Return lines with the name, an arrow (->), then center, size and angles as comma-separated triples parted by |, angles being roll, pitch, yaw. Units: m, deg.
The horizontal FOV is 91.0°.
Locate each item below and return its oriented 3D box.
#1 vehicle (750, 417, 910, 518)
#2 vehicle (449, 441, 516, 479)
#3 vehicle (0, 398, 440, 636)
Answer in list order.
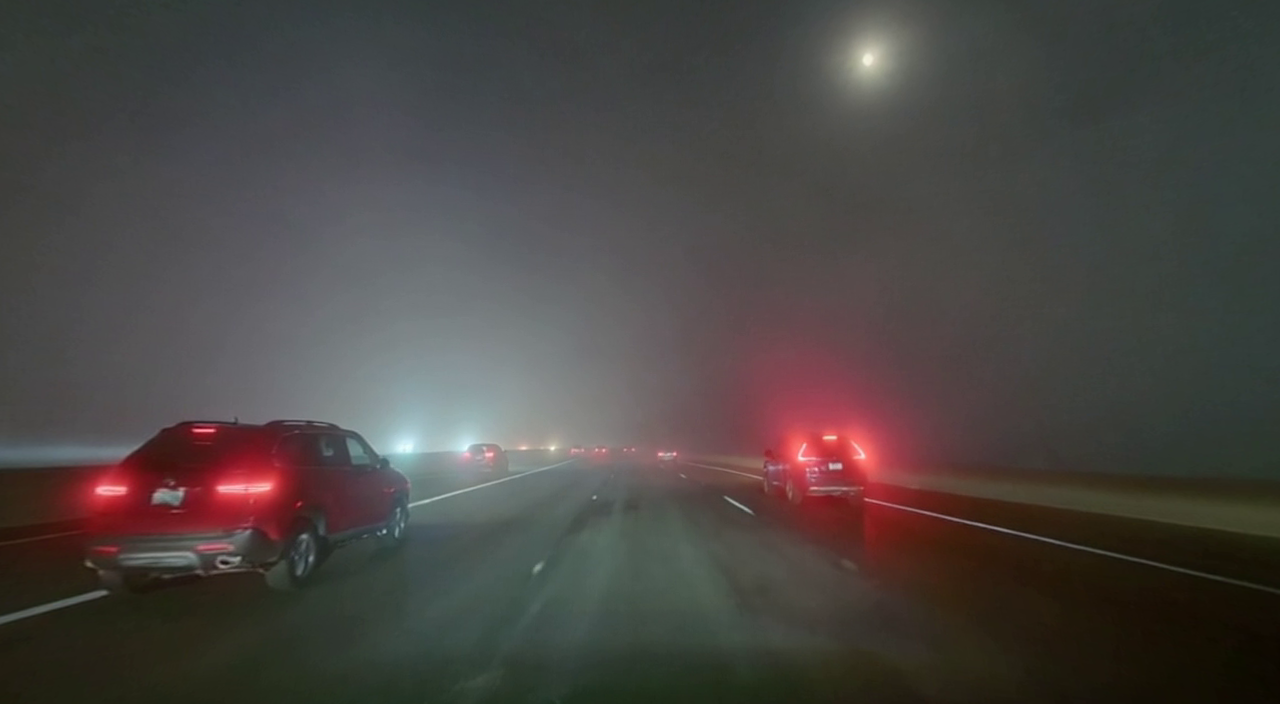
vehicle -> 4.007, 2.550, 14.304 | 2.153, 1.860, 4.689 | -1, -9, 0
vehicle -> -7.760, 5.354, 31.518 | 2.095, 1.696, 4.680 | -1, -9, 1
vehicle -> -4.096, 1.581, 7.012 | 2.214, 1.743, 4.465 | -1, -9, 1
